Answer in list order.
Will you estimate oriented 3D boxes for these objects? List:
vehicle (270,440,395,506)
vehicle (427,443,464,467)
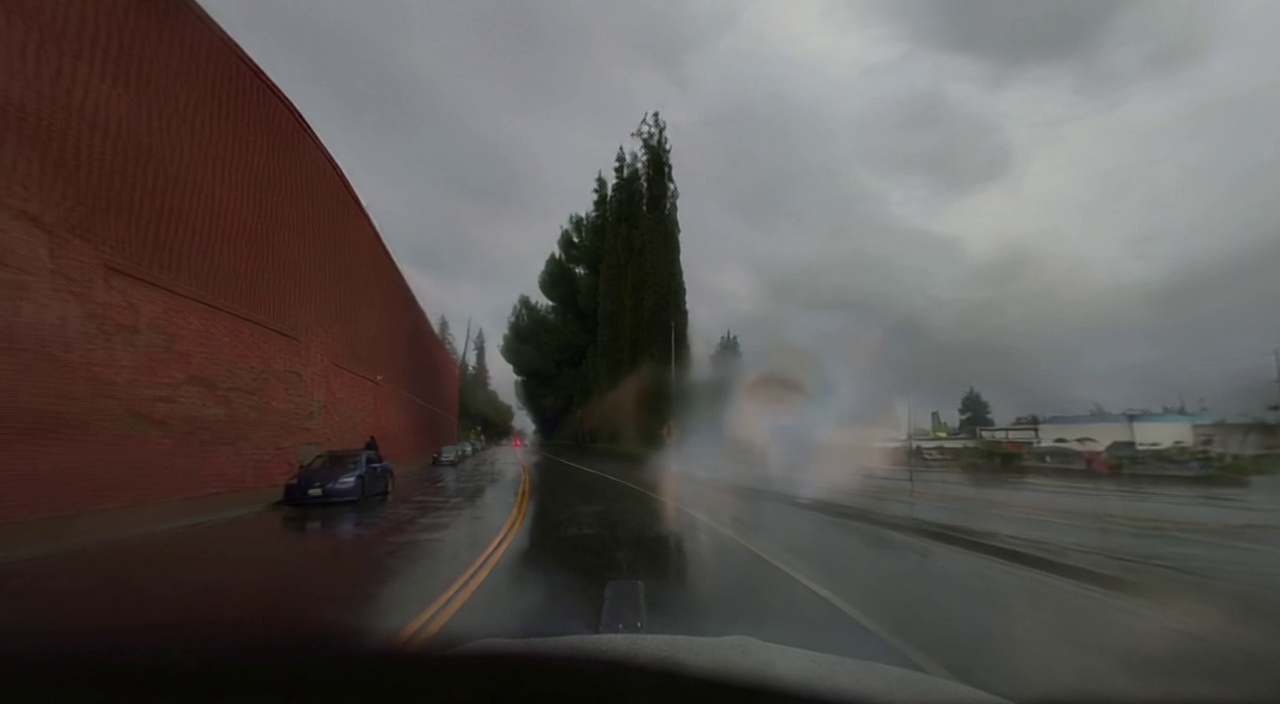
[{"bbox_3d":[-8.171,3.208,17.276,1.877,1.507,4.363,3,-8,-10],"label":"vehicle"},{"bbox_3d":[-13.491,7.128,44.051,1.899,1.485,4.593,3,-8,-11],"label":"vehicle"}]
